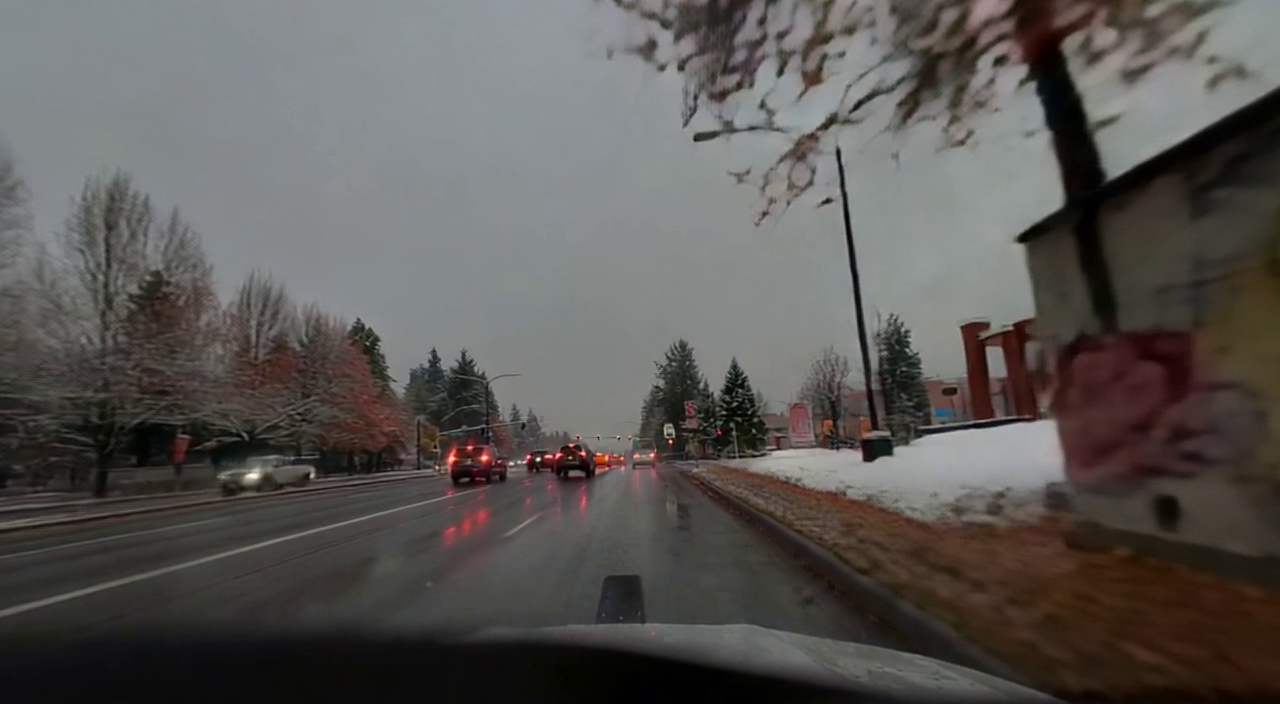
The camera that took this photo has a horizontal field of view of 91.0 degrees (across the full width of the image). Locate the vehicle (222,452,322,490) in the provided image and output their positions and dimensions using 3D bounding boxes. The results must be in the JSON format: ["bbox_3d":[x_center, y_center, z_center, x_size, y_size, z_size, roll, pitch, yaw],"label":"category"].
[{"bbox_3d":[-21.543,6.953,37.240,2.288,2.026,5.649,0,-9,3],"label":"vehicle"}]

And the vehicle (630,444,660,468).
[{"bbox_3d":[0.324,7.639,46.394,2.144,1.704,4.028,1,-9,-1],"label":"vehicle"}]

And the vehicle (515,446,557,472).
[{"bbox_3d":[-7.338,7.591,44.740,2.069,1.719,4.441,0,-9,2],"label":"vehicle"}]

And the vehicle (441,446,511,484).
[{"bbox_3d":[-7.430,5.135,28.988,1.932,1.596,4.247,0,-9,1],"label":"vehicle"}]

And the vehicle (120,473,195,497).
[{"bbox_3d":[-38.116,10.512,49.858,4.524,1.680,1.965,7,-11,-36],"label":"vehicle"}]

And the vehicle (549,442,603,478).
[{"bbox_3d":[-3.124,5.406,31.844,2.165,1.663,4.513,0,-9,1],"label":"vehicle"}]
